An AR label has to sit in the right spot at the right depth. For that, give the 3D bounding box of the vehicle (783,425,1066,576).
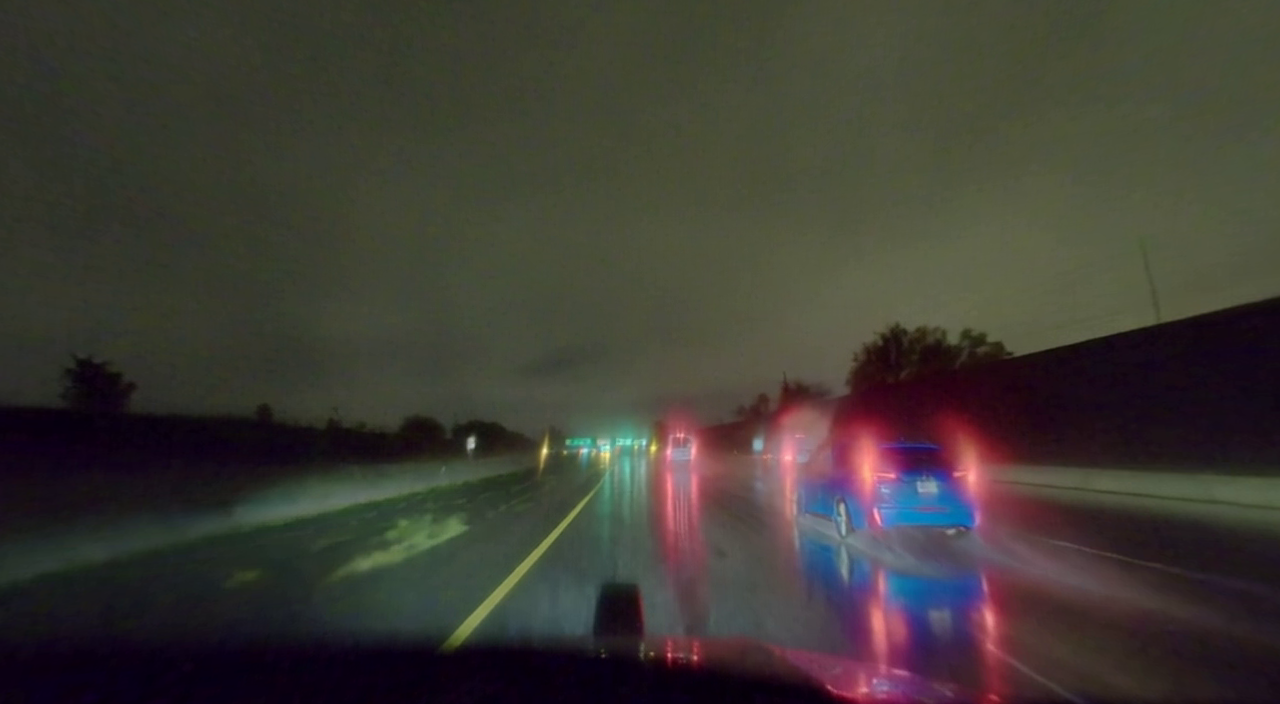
[{"bbox_3d":[3.597,1.949,9.021,2.002,1.604,4.265,0,-9,-1],"label":"vehicle"}]
